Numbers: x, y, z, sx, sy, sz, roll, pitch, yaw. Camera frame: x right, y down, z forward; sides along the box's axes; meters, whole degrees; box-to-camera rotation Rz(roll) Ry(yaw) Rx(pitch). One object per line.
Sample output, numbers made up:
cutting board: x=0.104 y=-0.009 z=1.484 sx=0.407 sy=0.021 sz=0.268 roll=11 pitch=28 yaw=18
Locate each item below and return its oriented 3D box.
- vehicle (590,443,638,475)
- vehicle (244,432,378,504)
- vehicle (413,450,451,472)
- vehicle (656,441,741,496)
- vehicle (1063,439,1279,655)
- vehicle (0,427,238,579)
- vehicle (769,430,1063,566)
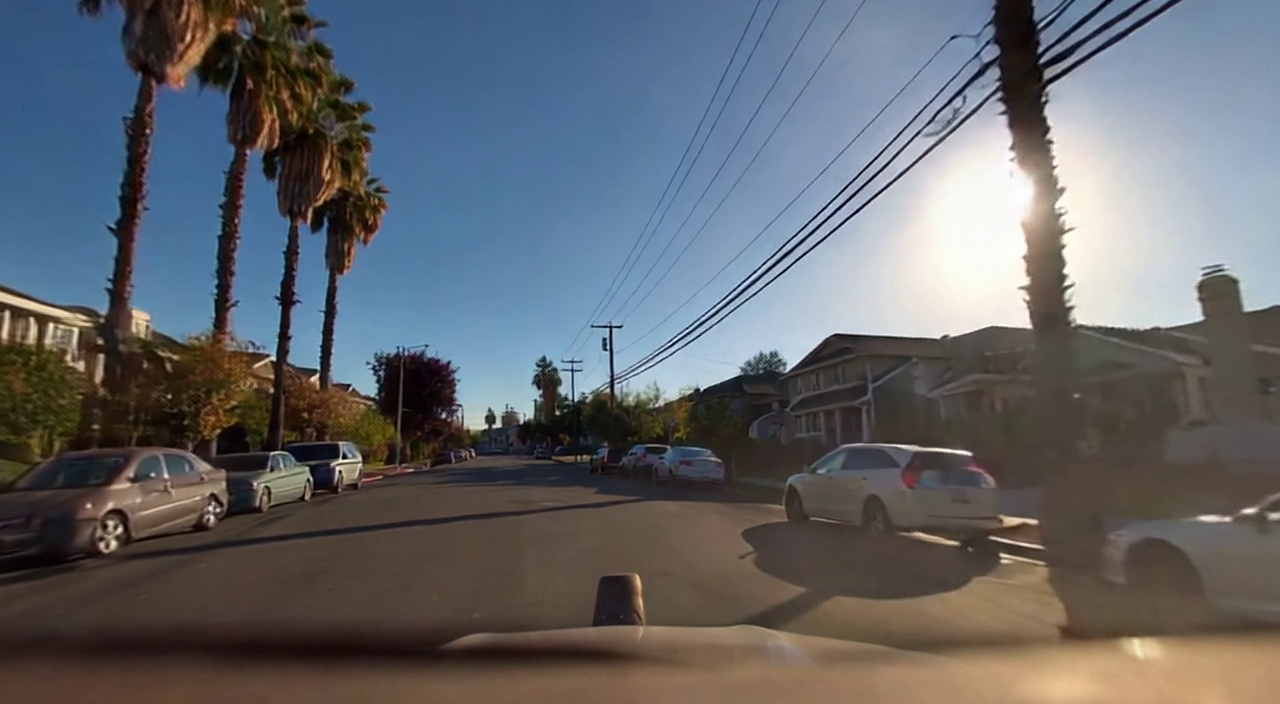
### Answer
vehicle: x=-1.651 y=6.521 z=38.677 sx=2.115 sy=1.826 sz=4.871 roll=2 pitch=-9 yaw=-12
vehicle: x=-10.237 y=3.637 z=20.304 sx=2.300 sy=1.943 sz=5.744 roll=2 pitch=-9 yaw=-12
vehicle: x=-15.366 y=8.053 z=46.847 sx=2.013 sy=1.483 sz=4.645 roll=2 pitch=-9 yaw=-10
vehicle: x=1.907 y=4.000 z=22.004 sx=1.894 sy=1.675 sz=4.294 roll=2 pitch=-9 yaw=-9
vehicle: x=5.302 y=1.256 z=3.891 sx=1.786 sy=1.437 sz=4.448 roll=2 pitch=-9 yaw=-10
vehicle: x=-7.958 y=2.048 z=9.388 sx=1.919 sy=1.678 sz=4.385 roll=-1 pitch=-7 yaw=-13
vehicle: x=3.937 y=2.145 z=10.105 sx=1.943 sy=1.623 sz=4.471 roll=2 pitch=-9 yaw=-13
